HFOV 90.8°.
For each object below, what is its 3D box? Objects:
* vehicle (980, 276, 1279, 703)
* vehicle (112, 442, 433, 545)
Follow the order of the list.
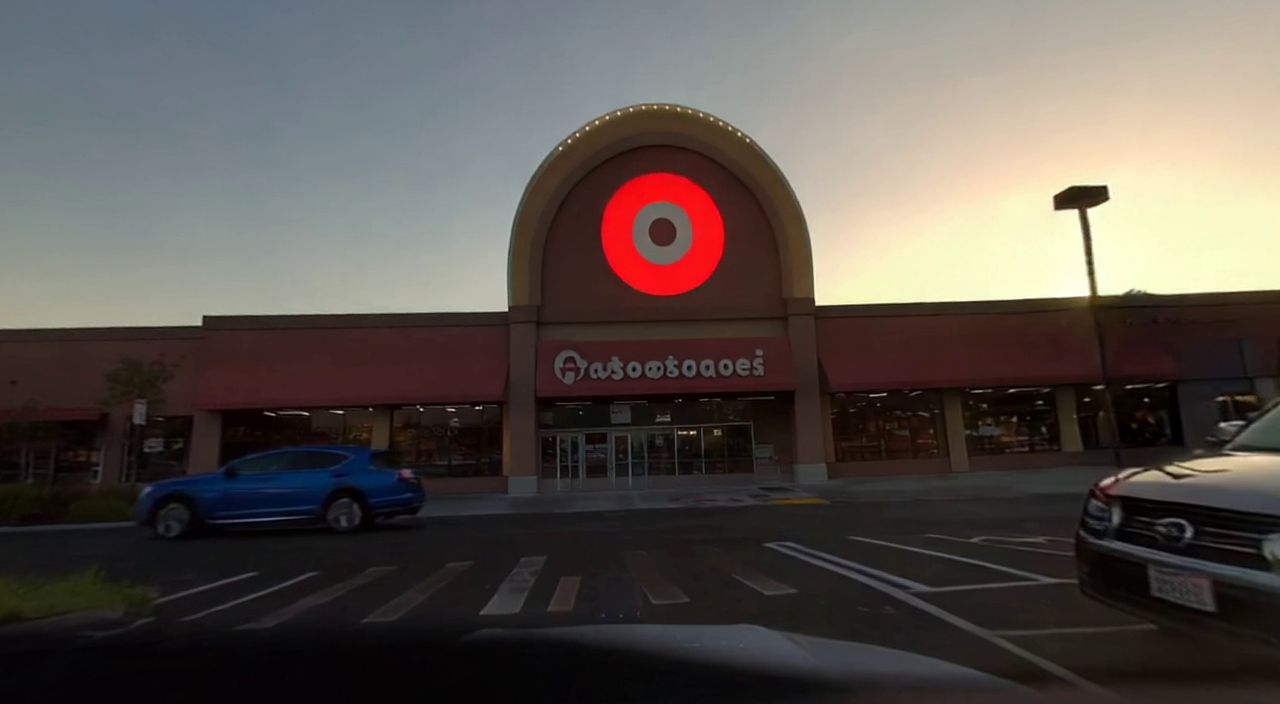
[{"bbox_3d":[4.978,0.780,3.430,4.864,1.916,2.413,1,-8,-5],"label":"vehicle"},{"bbox_3d":[-6.896,2.686,12.485,4.957,1.788,2.092,1,-8,-7],"label":"vehicle"}]
